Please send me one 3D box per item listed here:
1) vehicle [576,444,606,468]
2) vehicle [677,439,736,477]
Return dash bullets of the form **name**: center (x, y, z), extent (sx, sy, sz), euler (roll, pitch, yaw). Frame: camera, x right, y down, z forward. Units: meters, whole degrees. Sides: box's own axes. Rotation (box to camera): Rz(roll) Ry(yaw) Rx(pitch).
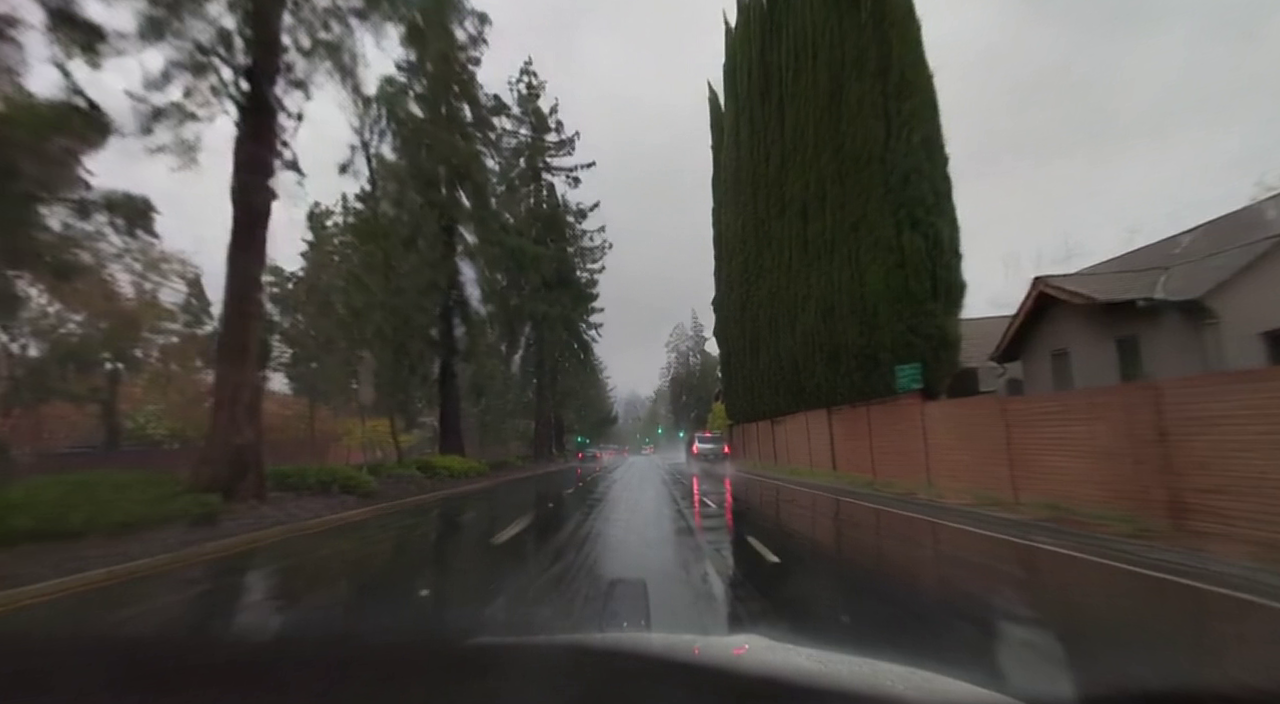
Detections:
- **vehicle**: center (-3.809, 8.072, 49.299), extent (2.002, 1.747, 4.728), euler (0, -8, 0)
- **vehicle**: center (3.105, 5.091, 30.559), extent (2.321, 1.695, 5.037), euler (0, -8, 0)
